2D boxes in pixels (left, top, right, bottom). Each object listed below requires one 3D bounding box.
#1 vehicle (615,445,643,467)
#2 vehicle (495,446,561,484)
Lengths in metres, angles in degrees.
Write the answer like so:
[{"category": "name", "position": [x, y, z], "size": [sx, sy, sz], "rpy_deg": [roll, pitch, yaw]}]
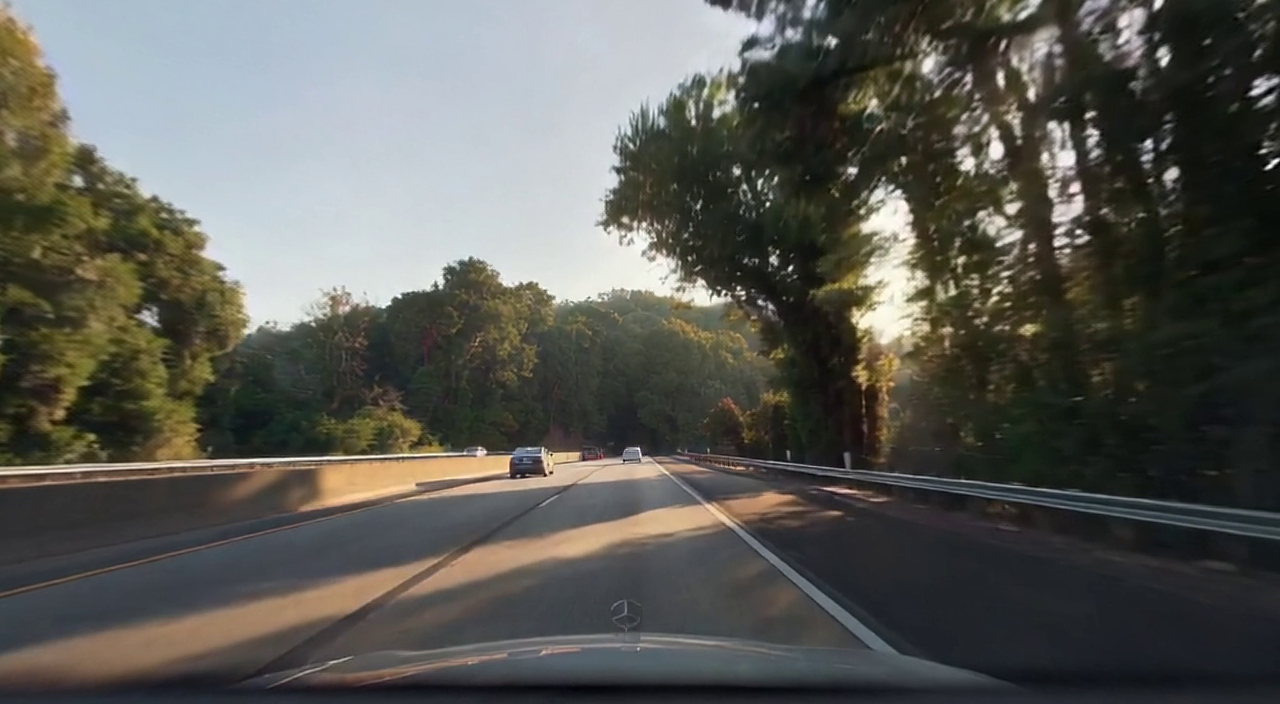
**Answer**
[{"category": "vehicle", "position": [-0.888, 8.026, 48.690], "size": [2.070, 1.603, 4.806], "rpy_deg": [0, -9, -2]}, {"category": "vehicle", "position": [-4.712, 4.798, 27.223], "size": [2.052, 1.468, 4.390], "rpy_deg": [0, -8, 0]}]
